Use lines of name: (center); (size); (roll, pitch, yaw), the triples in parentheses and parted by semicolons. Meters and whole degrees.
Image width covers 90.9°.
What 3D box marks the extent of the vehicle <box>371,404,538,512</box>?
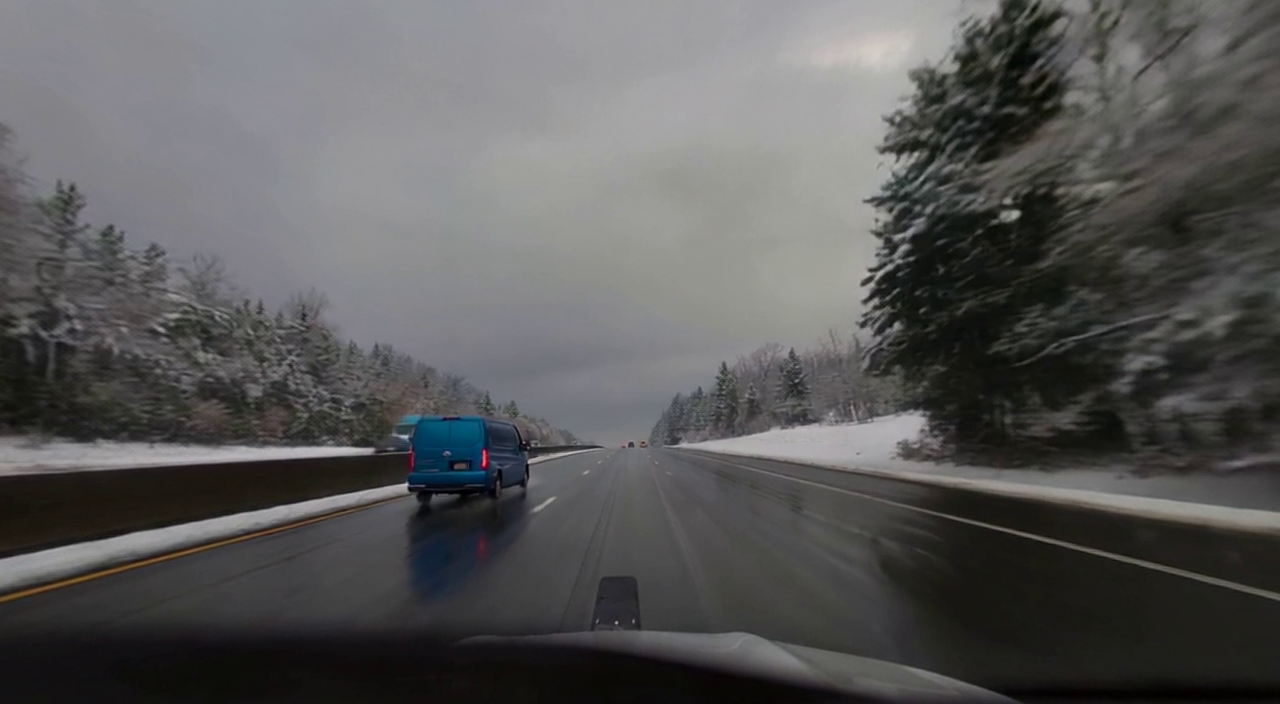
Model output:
vehicle: (-3.850, 2.298, 14.180); (2.297, 2.011, 4.736); (0, -8, 0)
